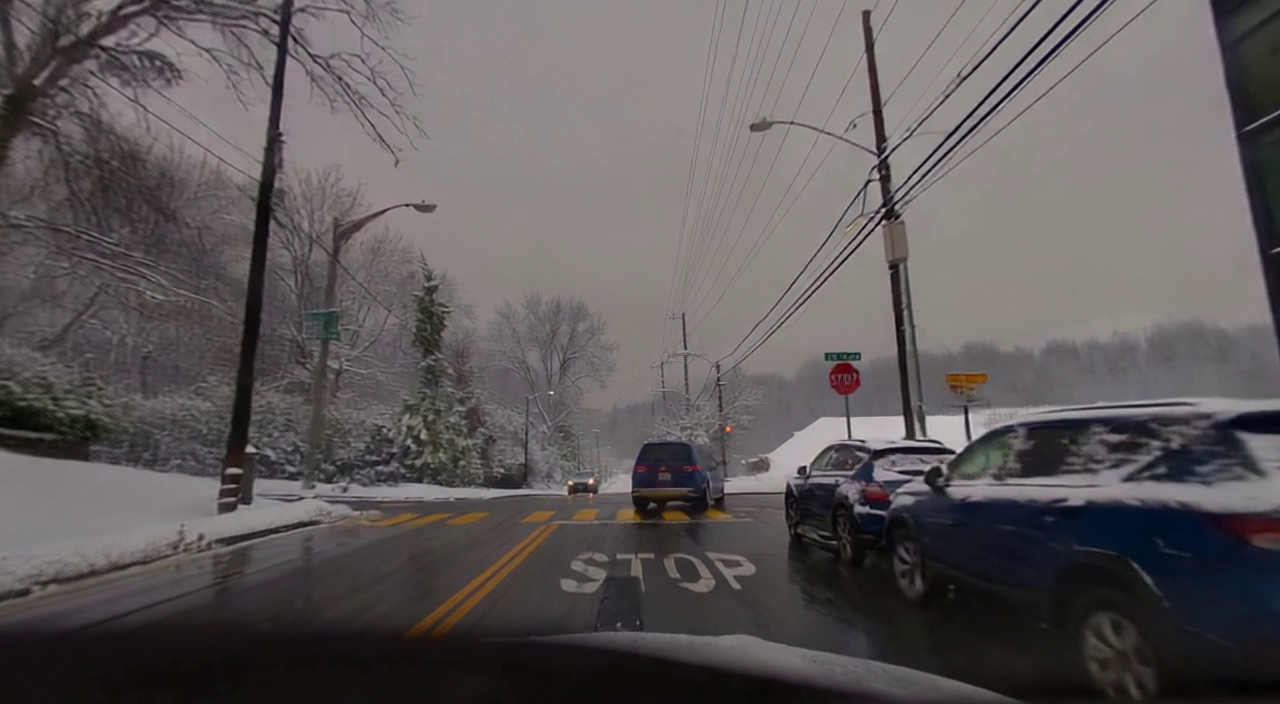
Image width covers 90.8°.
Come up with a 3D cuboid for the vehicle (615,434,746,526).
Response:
[{"bbox_3d":[1.178,2.909,15.108,2.214,1.789,4.872,-2,-9,14],"label":"vehicle"}]

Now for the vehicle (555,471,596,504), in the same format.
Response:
[{"bbox_3d":[-3.575,7.573,35.605,1.911,1.563,4.057,0,-8,0],"label":"vehicle"}]

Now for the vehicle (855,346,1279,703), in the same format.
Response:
[{"bbox_3d":[3.267,1.117,4.085,2.039,1.731,4.428,0,-8,-2],"label":"vehicle"}]
